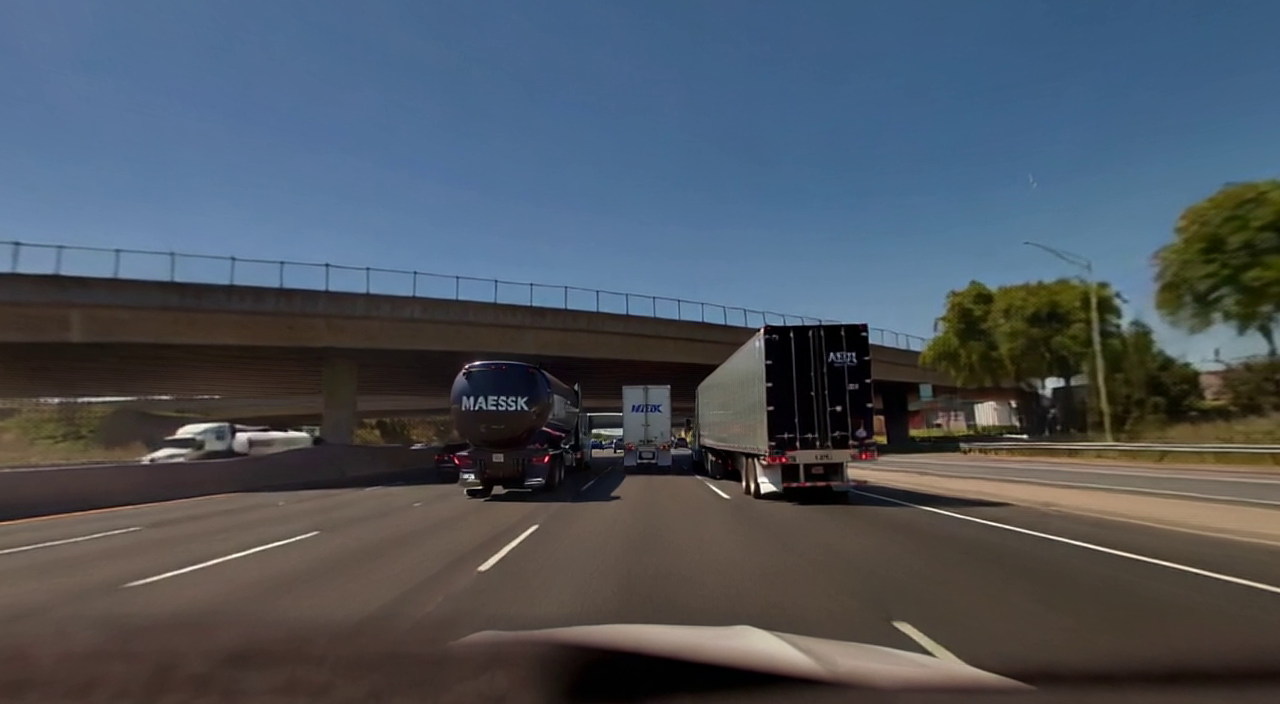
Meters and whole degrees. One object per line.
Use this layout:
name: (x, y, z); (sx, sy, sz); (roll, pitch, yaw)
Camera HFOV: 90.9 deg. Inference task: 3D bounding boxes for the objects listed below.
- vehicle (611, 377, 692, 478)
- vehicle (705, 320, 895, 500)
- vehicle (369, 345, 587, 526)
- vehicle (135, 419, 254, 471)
vehicle: (0.533, 4.207, 33.343); (3.097, 3.856, 18.209); (0, -8, 1)
vehicle: (4.450, 2.359, 21.988); (2.887, 4.178, 14.553); (0, -8, 0)
vehicle: (-3.356, 2.268, 16.883); (2.786, 3.228, 11.082); (0, -8, 1)
vehicle: (-34.784, 7.295, 49.808); (3.097, 3.716, 8.360); (0, -8, 1)
